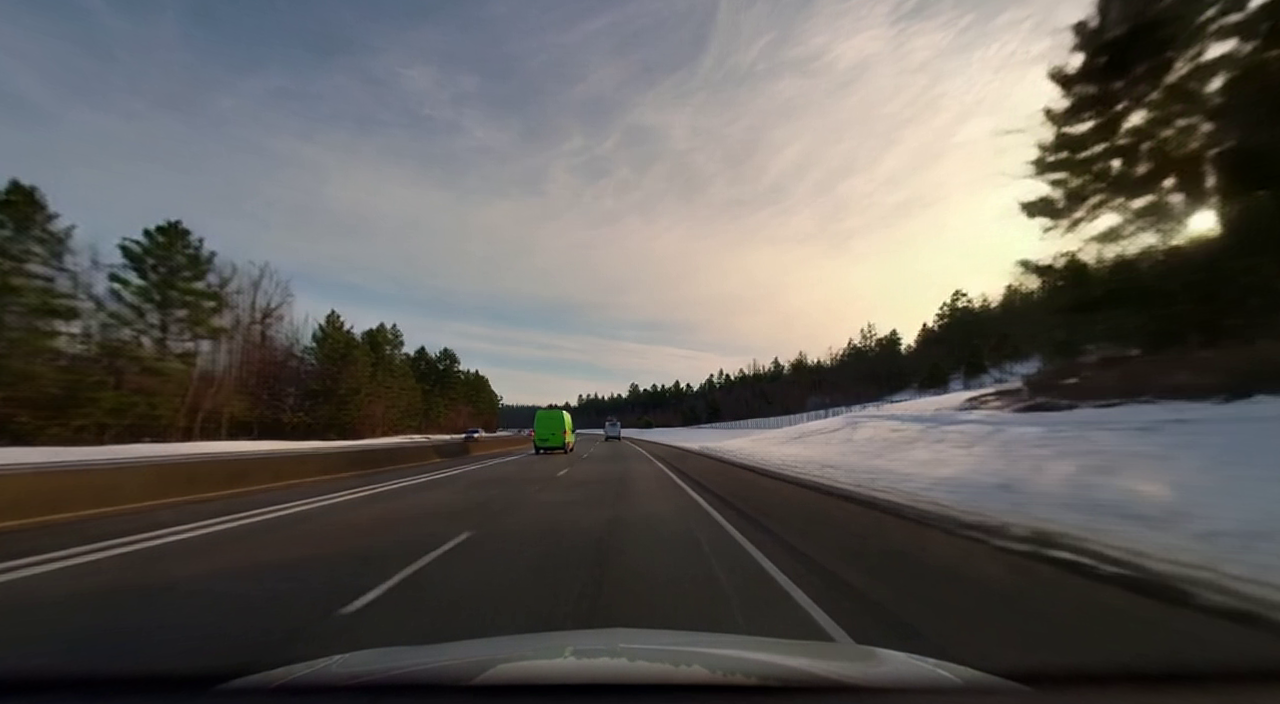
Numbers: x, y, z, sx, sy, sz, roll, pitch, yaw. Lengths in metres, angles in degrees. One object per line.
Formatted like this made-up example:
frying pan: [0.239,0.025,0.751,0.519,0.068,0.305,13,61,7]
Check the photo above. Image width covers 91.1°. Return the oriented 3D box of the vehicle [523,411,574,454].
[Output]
vehicle: [-5.721,5.171,40.143,2.561,2.509,5.465,0,-8,-1]
